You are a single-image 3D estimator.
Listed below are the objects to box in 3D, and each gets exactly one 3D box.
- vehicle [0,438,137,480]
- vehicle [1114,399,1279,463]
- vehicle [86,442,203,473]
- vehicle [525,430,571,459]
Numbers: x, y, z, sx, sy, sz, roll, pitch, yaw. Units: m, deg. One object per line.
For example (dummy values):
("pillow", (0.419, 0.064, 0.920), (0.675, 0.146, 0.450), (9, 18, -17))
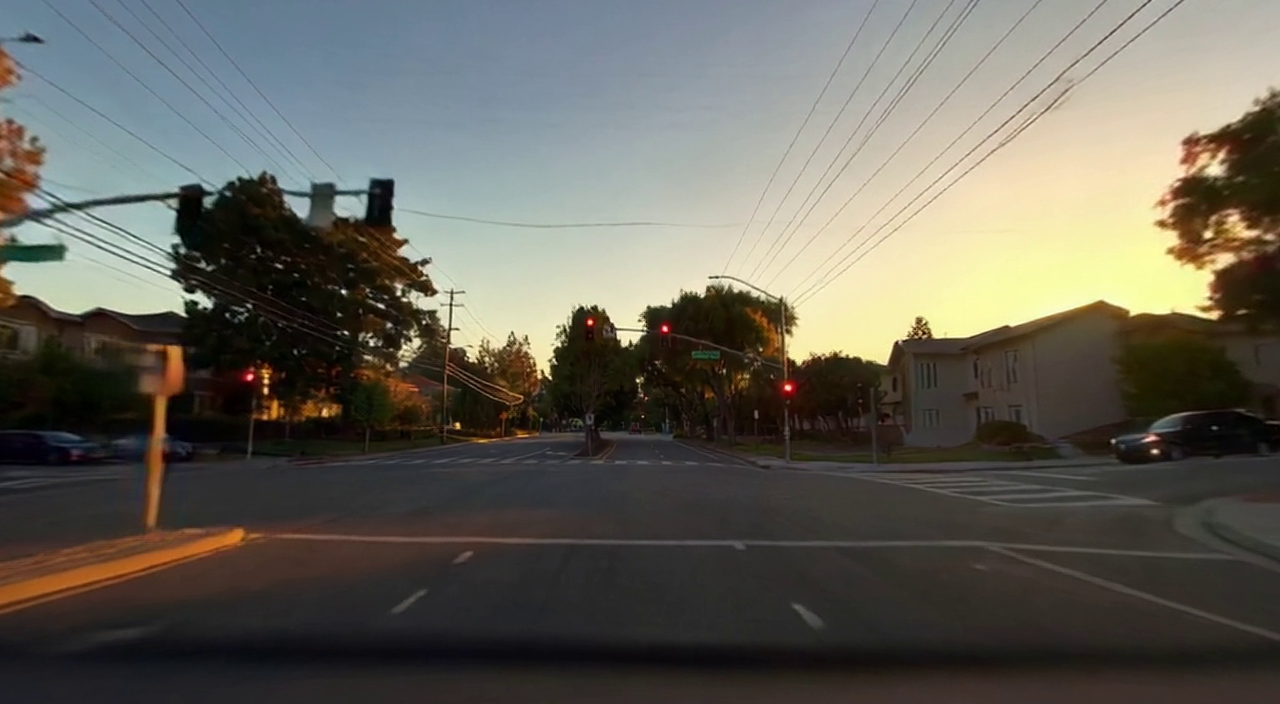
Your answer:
("vehicle", (-24.783, 4.570, 27.048), (4.553, 1.722, 1.915), (0, -8, -3))
("vehicle", (18.721, 2.581, 20.436), (4.775, 1.952, 2.239), (0, -8, 2))
("vehicle", (-24.672, 5.260, 31.507), (4.195, 1.493, 1.890), (0, -8, -2))
("vehicle", (-5.169, 5.207, 35.969), (1.948, 1.471, 5.408), (2, -7, -2))
